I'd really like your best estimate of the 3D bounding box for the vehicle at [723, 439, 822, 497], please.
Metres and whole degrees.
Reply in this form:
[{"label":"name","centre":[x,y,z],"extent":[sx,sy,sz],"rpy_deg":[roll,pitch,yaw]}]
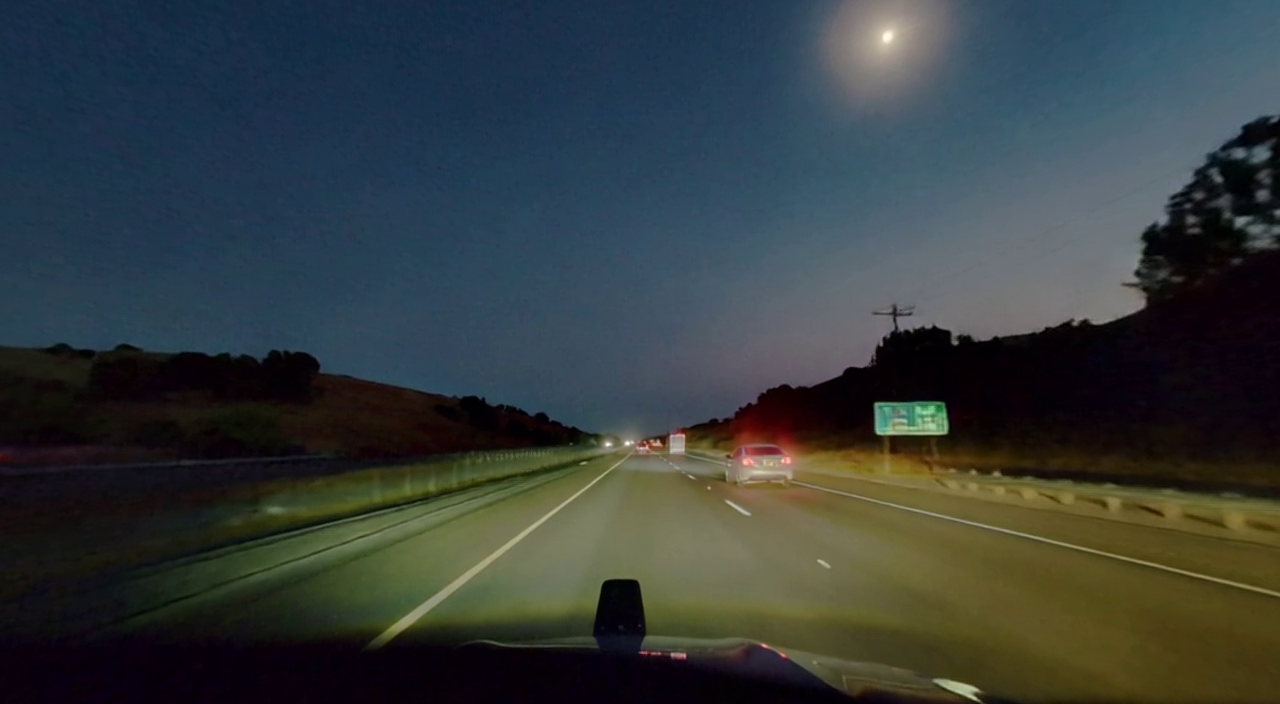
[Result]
[{"label":"vehicle","centre":[3.826,3.417,19.137],"extent":[1.960,1.516,4.657],"rpy_deg":[0,-8,0]}]
